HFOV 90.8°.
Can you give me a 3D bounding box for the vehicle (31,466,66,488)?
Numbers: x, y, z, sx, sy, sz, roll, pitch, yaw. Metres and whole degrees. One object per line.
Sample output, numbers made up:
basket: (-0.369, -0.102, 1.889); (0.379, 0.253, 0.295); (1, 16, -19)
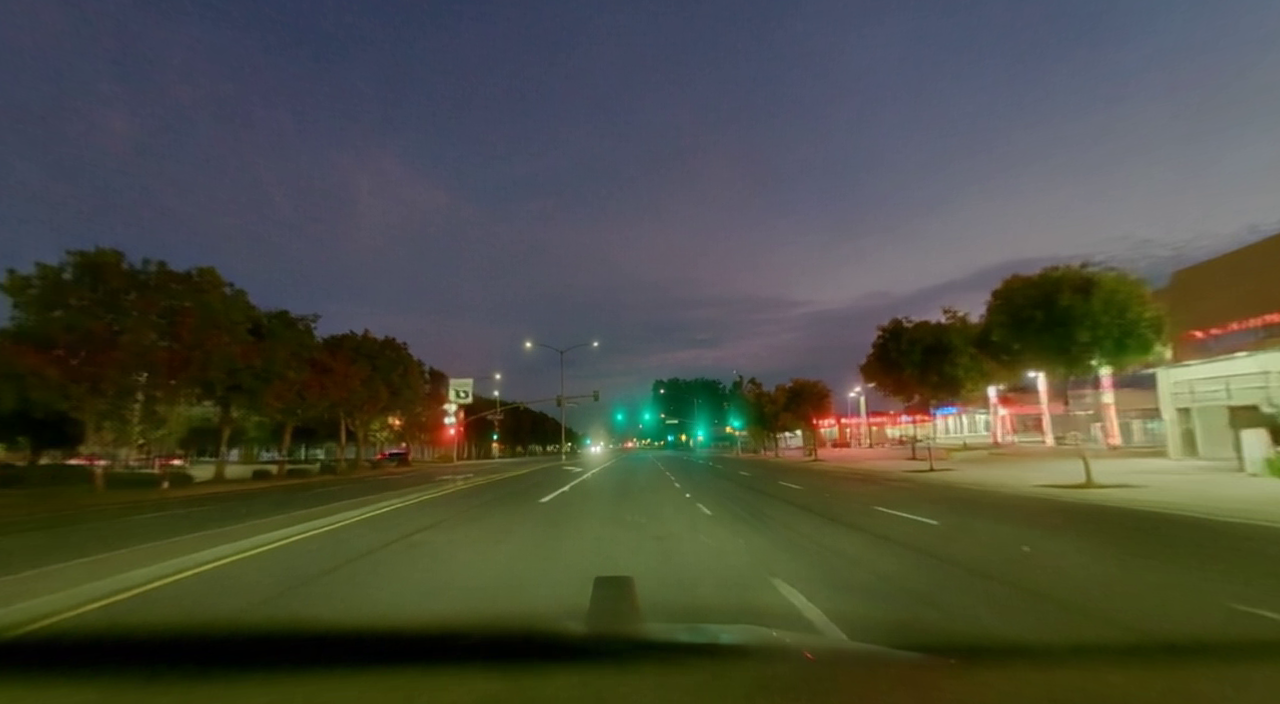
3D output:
vehicle: (-45.776, 9.642, 48.874); (1.745, 1.483, 4.443); (9, -12, -43)
